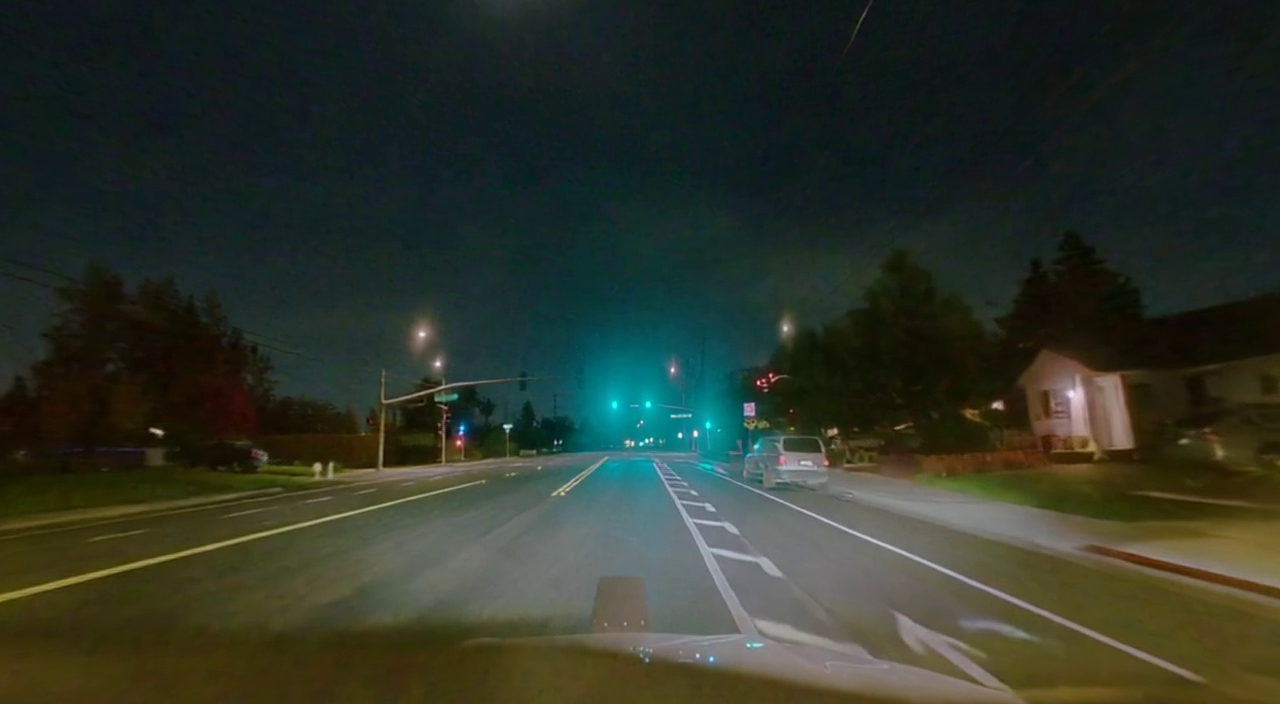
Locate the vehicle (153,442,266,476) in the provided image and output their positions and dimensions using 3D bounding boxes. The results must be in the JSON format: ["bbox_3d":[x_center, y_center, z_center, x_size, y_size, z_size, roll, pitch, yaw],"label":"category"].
[{"bbox_3d":[-22.219,5.516,32.664,4.334,1.668,2.069,0,-8,0],"label":"vehicle"}]

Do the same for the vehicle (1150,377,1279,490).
[{"bbox_3d":[12.763,1.365,12.123,3.956,1.635,2.017,-10,-6,-1],"label":"vehicle"}]

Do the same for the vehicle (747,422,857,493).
[{"bbox_3d":[4.685,3.126,19.041,2.170,1.869,4.594,0,-8,2],"label":"vehicle"}]
